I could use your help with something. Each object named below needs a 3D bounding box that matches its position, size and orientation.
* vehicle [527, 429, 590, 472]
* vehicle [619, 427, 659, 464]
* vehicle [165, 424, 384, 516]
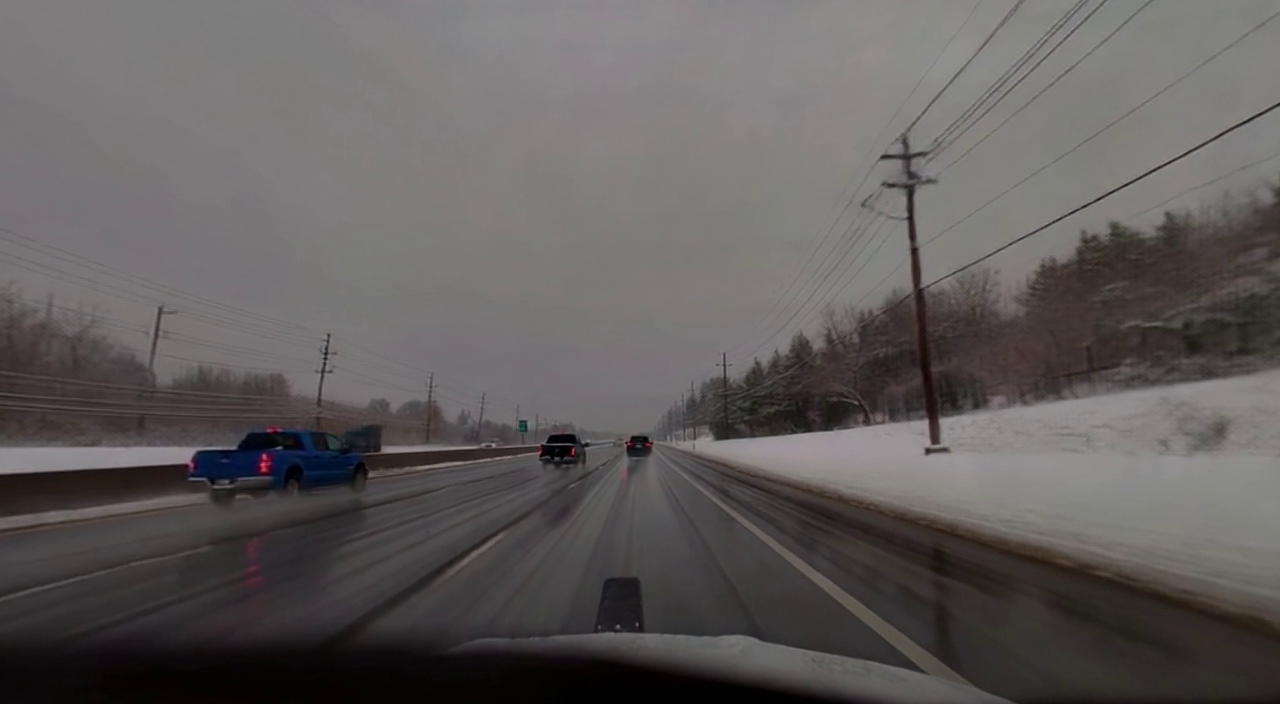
[{"bbox_3d":[-3.678,4.581,29.550,2.204,1.812,5.289,0,-8,0],"label":"vehicle"},{"bbox_3d":[-0.013,5.893,39.784,2.358,2.144,4.713,0,-8,1],"label":"vehicle"},{"bbox_3d":[-7.425,2.434,13.513,2.013,1.609,4.446,0,-8,0],"label":"vehicle"}]
